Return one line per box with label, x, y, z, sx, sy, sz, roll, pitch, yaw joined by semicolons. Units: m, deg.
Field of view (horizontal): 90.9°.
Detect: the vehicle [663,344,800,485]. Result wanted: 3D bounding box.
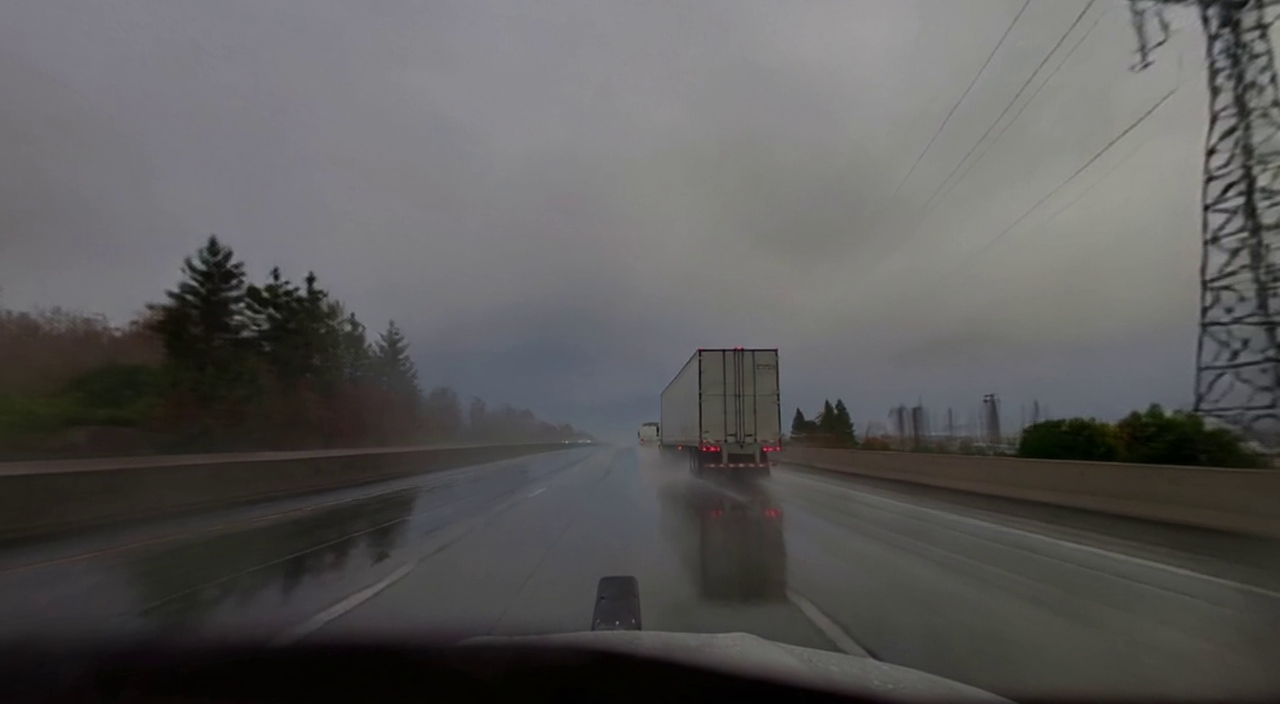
vehicle;2.904;2.741;25.306;2.905;4.080;14.157;0;-8;-2
